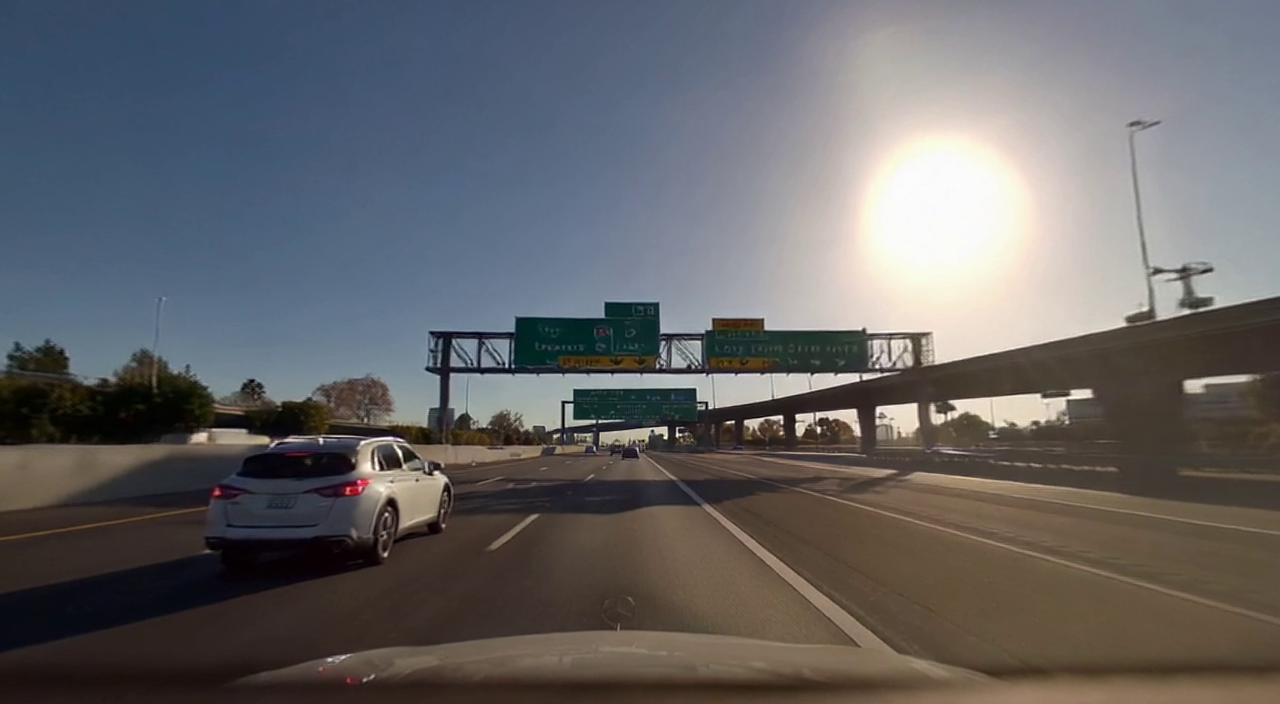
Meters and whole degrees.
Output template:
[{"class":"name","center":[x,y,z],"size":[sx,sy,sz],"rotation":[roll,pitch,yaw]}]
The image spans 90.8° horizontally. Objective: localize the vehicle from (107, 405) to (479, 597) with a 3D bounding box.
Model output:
[{"class":"vehicle","center":[-3.647,1.646,7.862],"size":[2.178,1.699,4.321],"rotation":[0,-8,-1]}]
